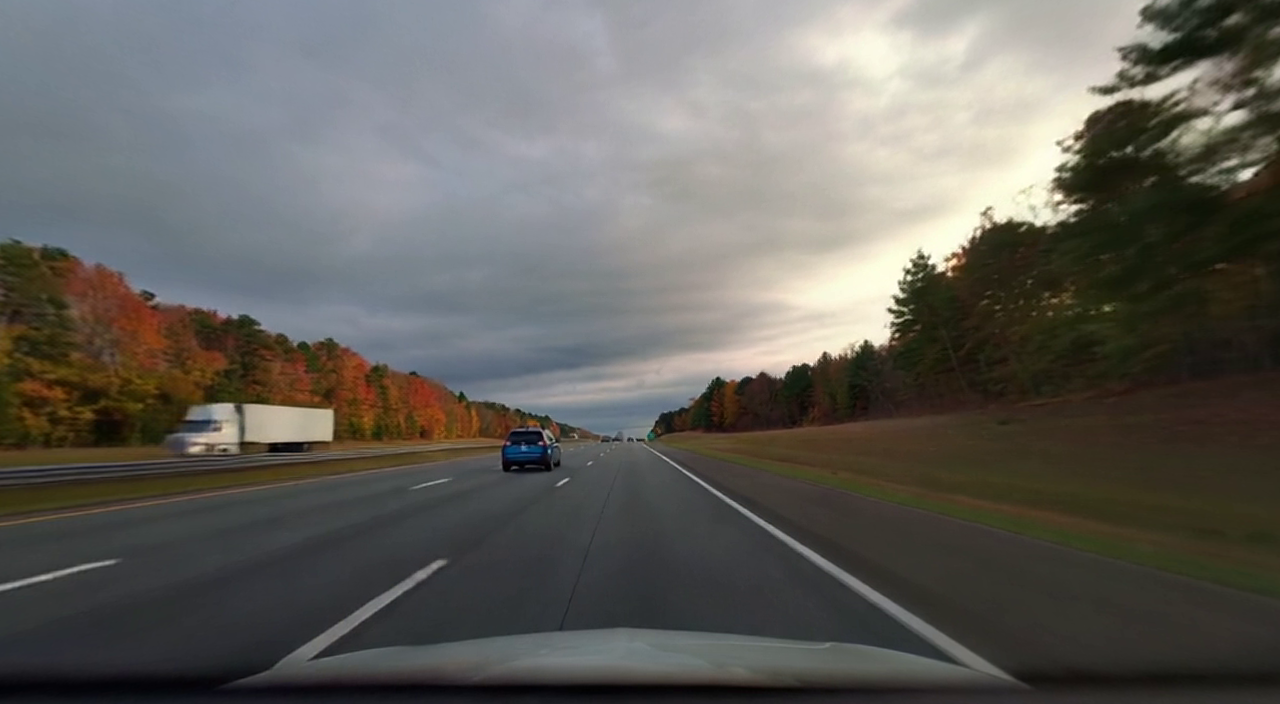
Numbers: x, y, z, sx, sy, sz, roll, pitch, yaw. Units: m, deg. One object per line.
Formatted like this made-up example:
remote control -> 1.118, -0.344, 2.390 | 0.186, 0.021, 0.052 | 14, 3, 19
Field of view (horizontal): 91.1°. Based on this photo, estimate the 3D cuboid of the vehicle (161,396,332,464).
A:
vehicle -> -26.356, 5.509, 43.726 | 2.855, 3.931, 14.552 | 0, -8, -1

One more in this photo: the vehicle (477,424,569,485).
vehicle -> -3.542, 3.183, 19.898 | 2.057, 1.666, 4.552 | 0, -8, 0
